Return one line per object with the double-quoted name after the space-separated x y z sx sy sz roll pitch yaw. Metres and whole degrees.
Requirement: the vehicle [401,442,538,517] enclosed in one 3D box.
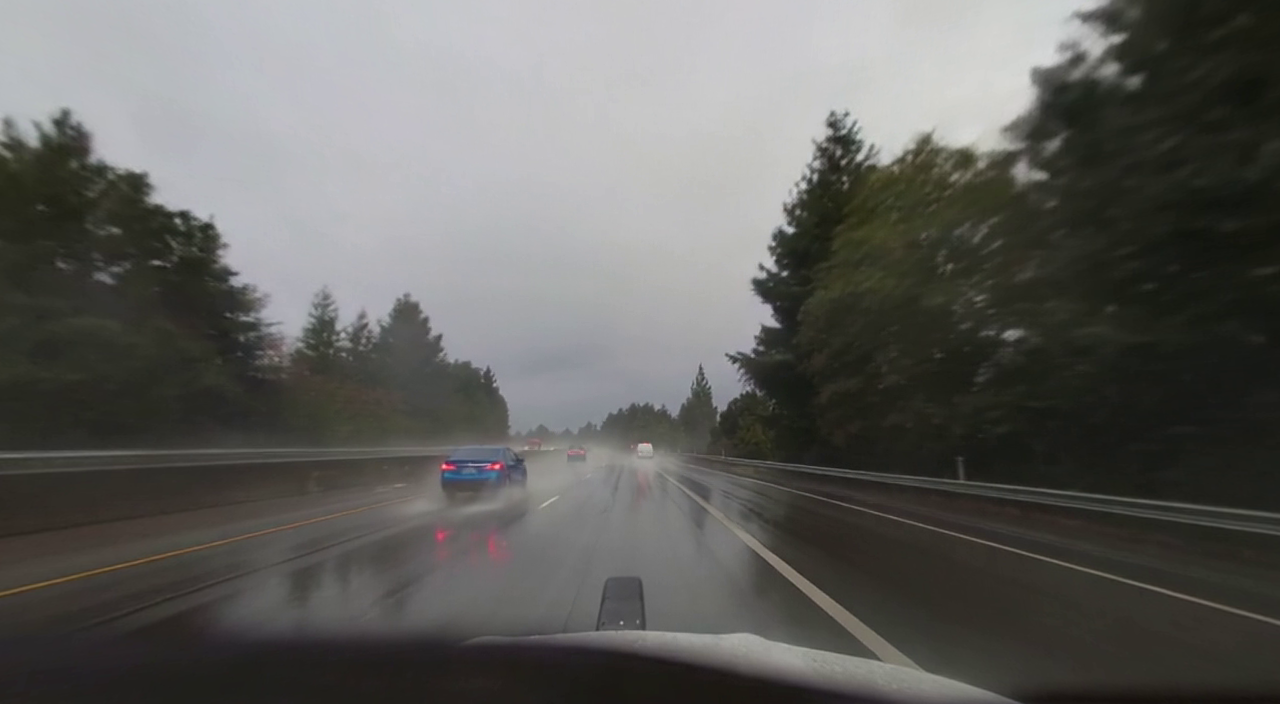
-3.887 2.981 15.415 1.957 1.499 4.965 0 -9 0 "vehicle"
